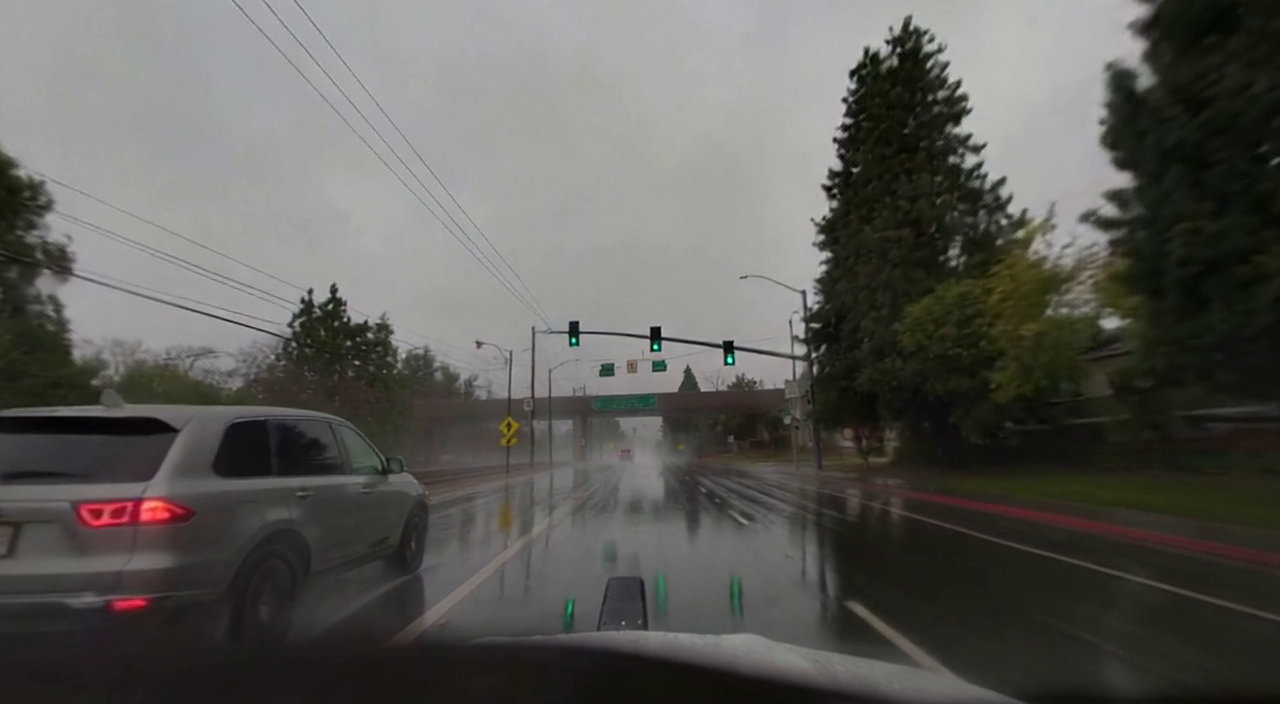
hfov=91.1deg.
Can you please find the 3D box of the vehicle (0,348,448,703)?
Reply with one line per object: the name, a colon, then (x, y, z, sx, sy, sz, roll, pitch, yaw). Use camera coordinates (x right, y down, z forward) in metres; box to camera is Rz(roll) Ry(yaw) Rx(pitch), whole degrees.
vehicle: (-3.115, 1.152, 4.806, 1.882, 1.704, 4.335, 0, -9, 0)
